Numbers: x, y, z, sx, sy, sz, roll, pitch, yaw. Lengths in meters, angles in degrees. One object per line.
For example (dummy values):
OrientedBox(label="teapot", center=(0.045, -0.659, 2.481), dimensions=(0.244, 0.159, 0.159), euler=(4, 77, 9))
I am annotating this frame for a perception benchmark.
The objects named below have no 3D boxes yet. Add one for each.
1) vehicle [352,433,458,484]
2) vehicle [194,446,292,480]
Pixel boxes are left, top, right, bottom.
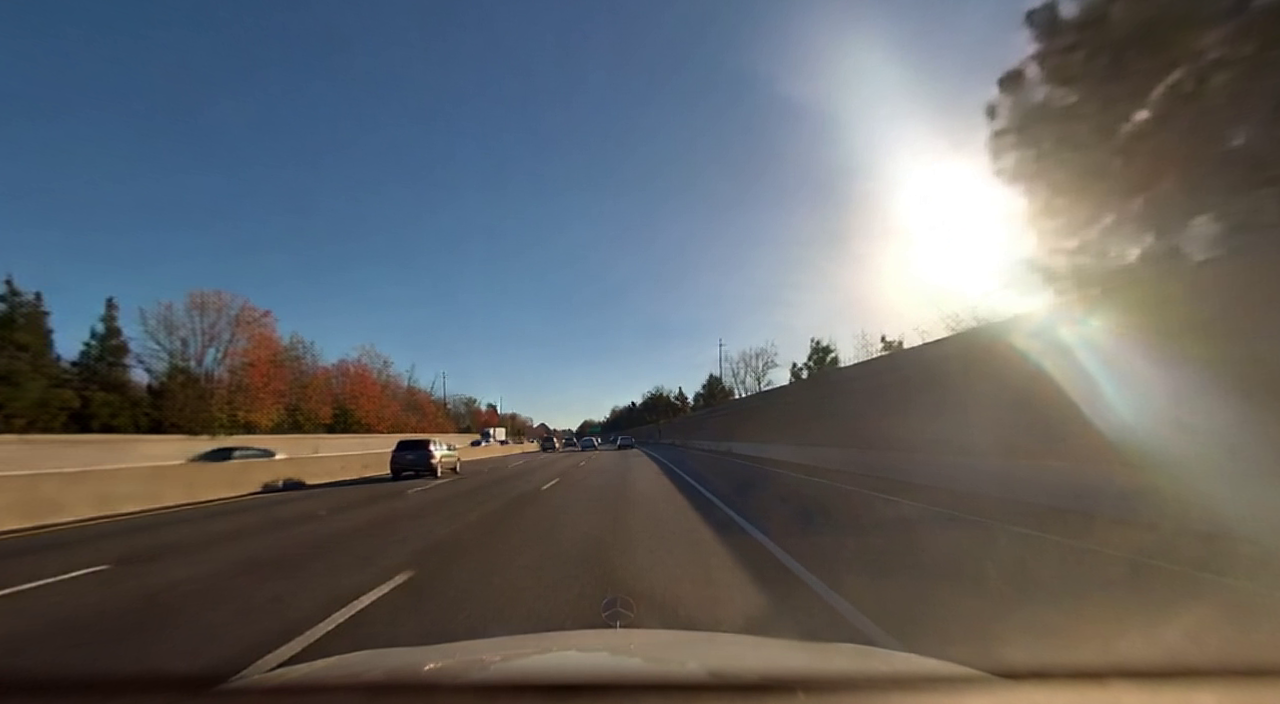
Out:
OrientedBox(label="vehicle", center=(-7.680, 3.483, 21.034), dimensions=(1.972, 1.532, 4.222), euler=(0, -8, -1))
OrientedBox(label="vehicle", center=(-19.856, 5.557, 31.741), dimensions=(1.858, 1.483, 4.771), euler=(0, -8, -1))
